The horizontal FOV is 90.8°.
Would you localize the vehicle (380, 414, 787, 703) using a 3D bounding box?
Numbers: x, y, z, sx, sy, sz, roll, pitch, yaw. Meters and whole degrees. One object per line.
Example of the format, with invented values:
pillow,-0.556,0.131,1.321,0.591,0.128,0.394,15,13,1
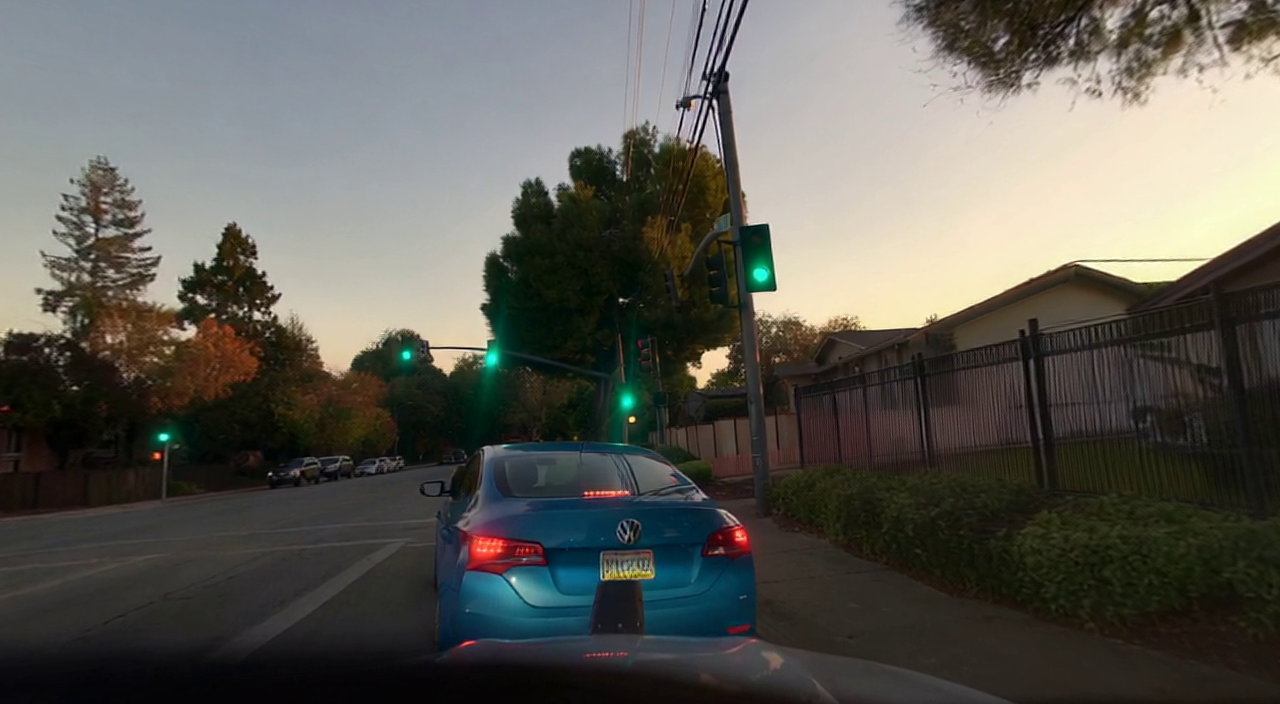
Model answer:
vehicle,-0.491,1.344,5.059,2.024,1.502,3.702,1,-9,-8
